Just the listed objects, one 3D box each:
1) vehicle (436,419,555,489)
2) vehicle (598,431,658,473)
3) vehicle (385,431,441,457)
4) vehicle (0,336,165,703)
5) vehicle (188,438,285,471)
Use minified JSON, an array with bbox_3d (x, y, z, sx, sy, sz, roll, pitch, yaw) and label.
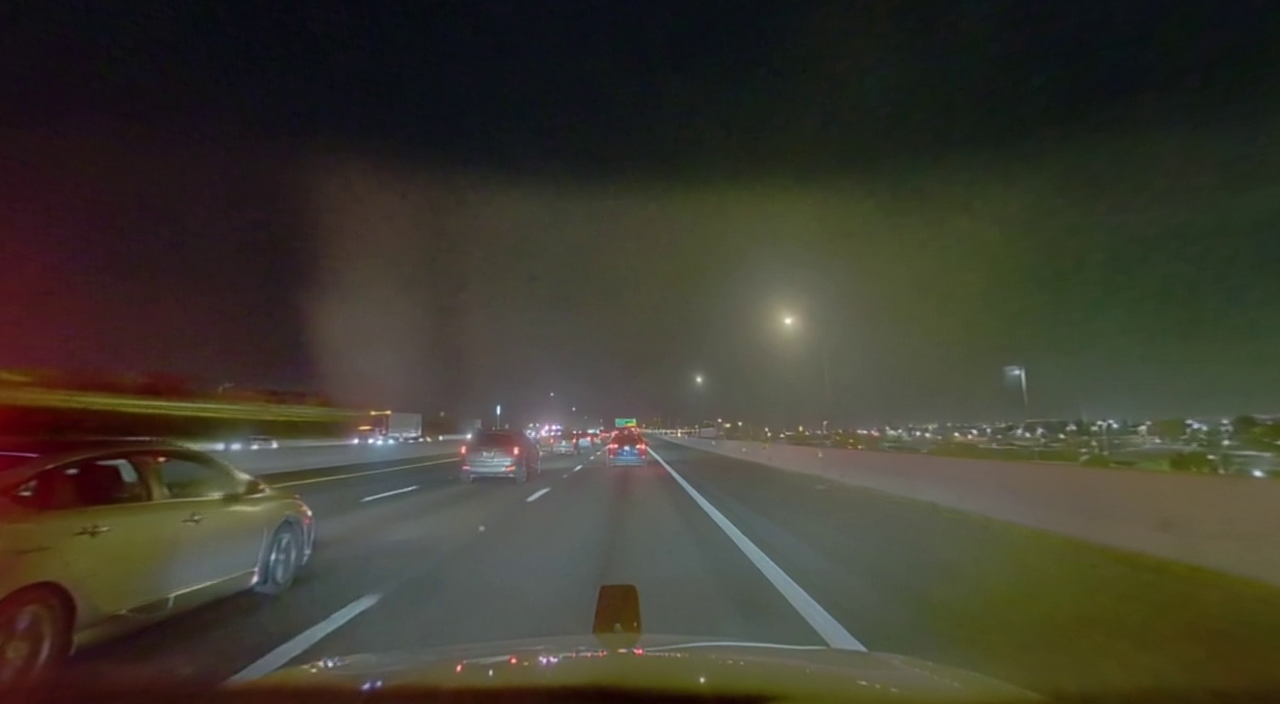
[{"bbox_3d":[-3.837,2.791,17.604,2.154,1.690,4.595,0,-8,1],"label":"vehicle"},{"bbox_3d":[-0.444,3.729,23.711,2.070,1.452,3.834,0,-8,-1],"label":"vehicle"},{"bbox_3d":[-15.510,6.291,43.231,2.078,1.665,4.538,0,-8,0],"label":"vehicle"},{"bbox_3d":[-3.759,0.617,1.359,2.107,1.703,4.274,0,-8,0],"label":"vehicle"},{"bbox_3d":[-19.732,4.992,30.994,1.851,1.499,4.500,0,-8,-1],"label":"vehicle"}]
